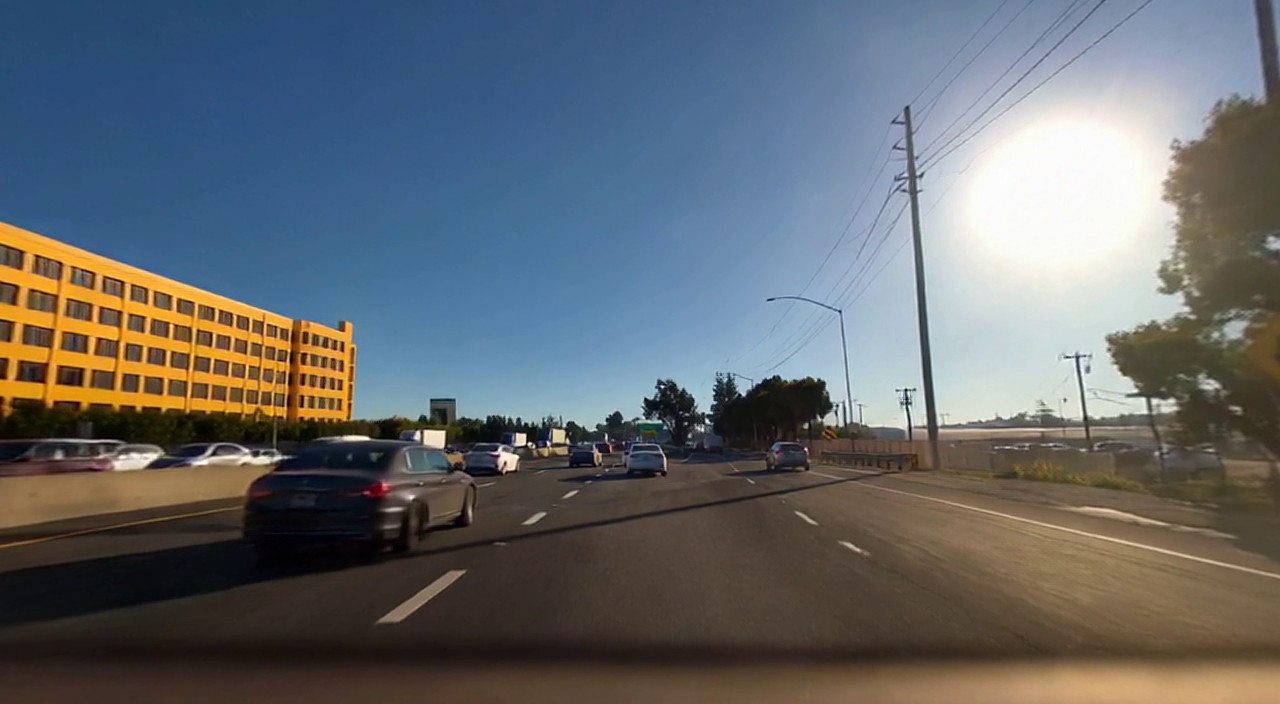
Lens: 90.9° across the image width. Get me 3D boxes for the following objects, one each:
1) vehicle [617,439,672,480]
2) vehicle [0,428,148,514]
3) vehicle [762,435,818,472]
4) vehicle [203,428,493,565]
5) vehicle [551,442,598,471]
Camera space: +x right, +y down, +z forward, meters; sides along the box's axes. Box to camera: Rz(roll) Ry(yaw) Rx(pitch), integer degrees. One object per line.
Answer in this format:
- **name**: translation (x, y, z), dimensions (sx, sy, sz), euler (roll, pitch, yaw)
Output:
- **vehicle**: translation (0.155, 4.424, 26.278), dimensions (2.107, 1.538, 3.999), euler (0, -8, 0)
- **vehicle**: translation (-12.874, 2.384, 12.835), dimensions (1.988, 1.576, 4.561), euler (-1, -8, 0)
- **vehicle**: translation (7.822, 5.318, 33.331), dimensions (2.106, 1.817, 4.845), euler (-1, -8, 4)
- **vehicle**: translation (-3.827, 1.957, 9.457), dimensions (2.059, 1.508, 4.662), euler (-1, -8, 1)
- **vehicle**: translation (-3.510, 5.680, 34.634), dimensions (2.034, 1.466, 4.363), euler (-1, -8, 2)
